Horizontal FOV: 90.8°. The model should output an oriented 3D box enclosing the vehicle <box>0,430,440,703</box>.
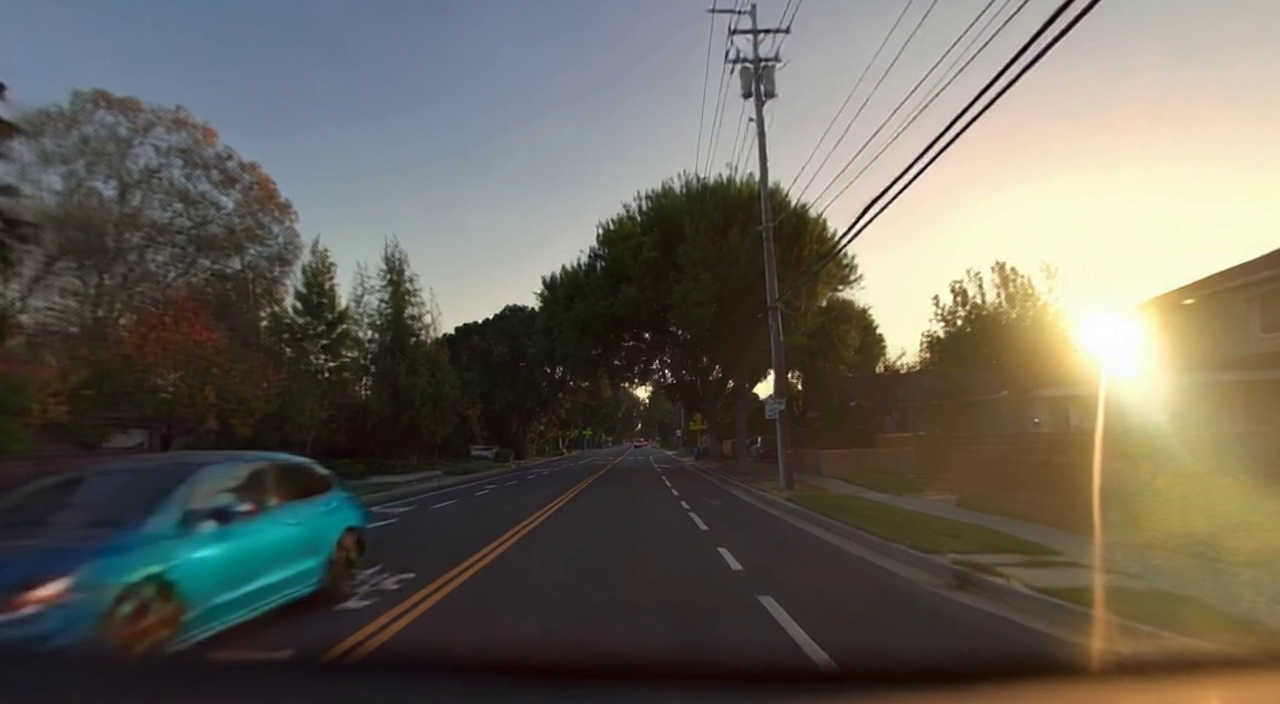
[{"bbox_3d":[-3.454,1.455,5.411,2.102,1.463,4.024,0,-8,1],"label":"vehicle"}]
